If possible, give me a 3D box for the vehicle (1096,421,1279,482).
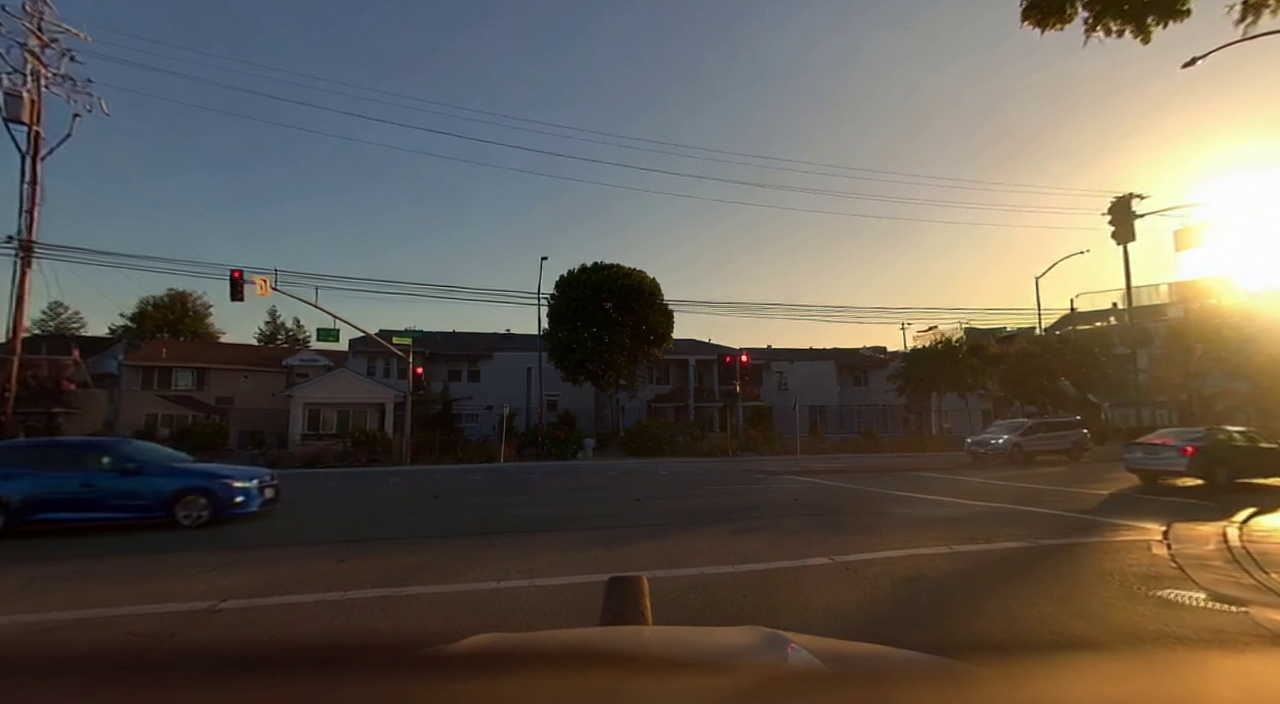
[{"bbox_3d":[14.757,2.563,16.436,4.757,1.442,1.858,2,-9,-14],"label":"vehicle"}]

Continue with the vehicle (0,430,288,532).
[{"bbox_3d":[-8.767,2.079,10.523,4.610,1.476,2.021,2,-9,-15],"label":"vehicle"}]
